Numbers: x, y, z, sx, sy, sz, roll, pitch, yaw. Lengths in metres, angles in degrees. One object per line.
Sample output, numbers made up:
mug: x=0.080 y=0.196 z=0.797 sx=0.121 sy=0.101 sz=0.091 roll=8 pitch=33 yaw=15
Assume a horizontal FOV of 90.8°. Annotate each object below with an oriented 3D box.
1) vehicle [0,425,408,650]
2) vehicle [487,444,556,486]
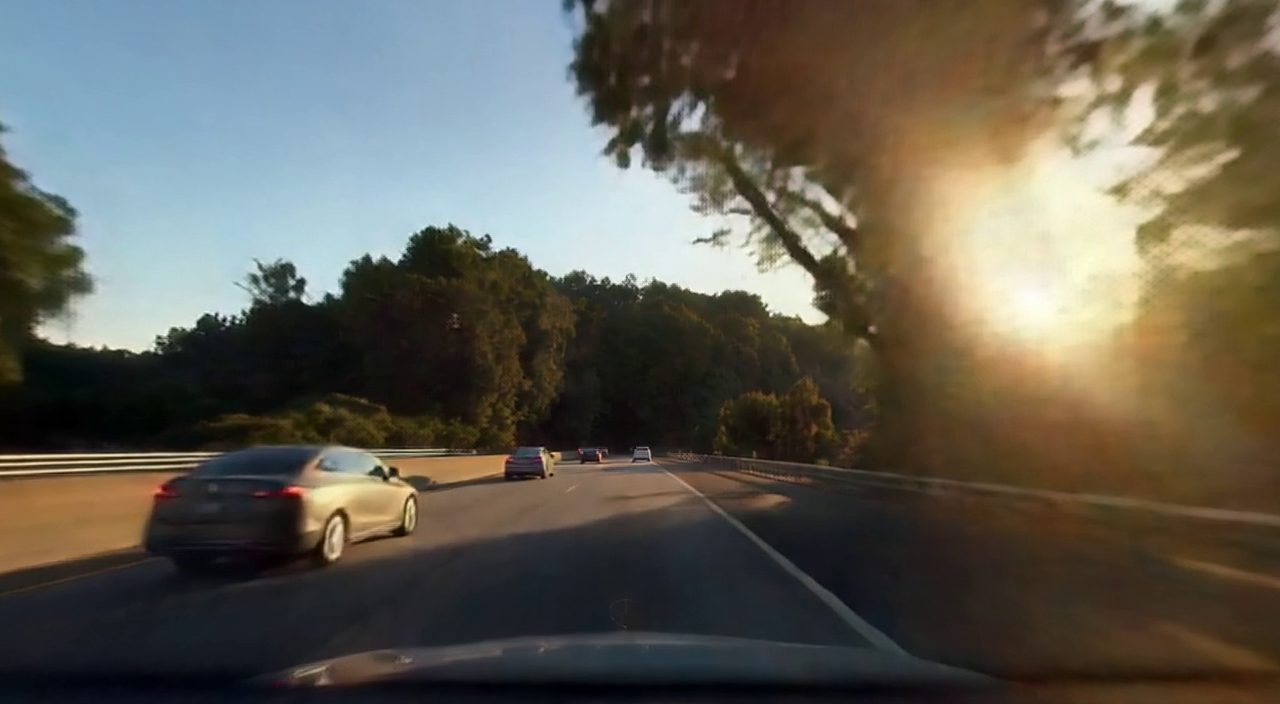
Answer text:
vehicle: x=-3.985 y=1.532 z=6.214 sx=1.897 sy=1.481 sz=3.859 roll=0 pitch=-8 yaw=0
vehicle: x=-4.534 y=4.373 z=24.808 sx=1.838 sy=1.508 sz=4.317 roll=0 pitch=-8 yaw=0
